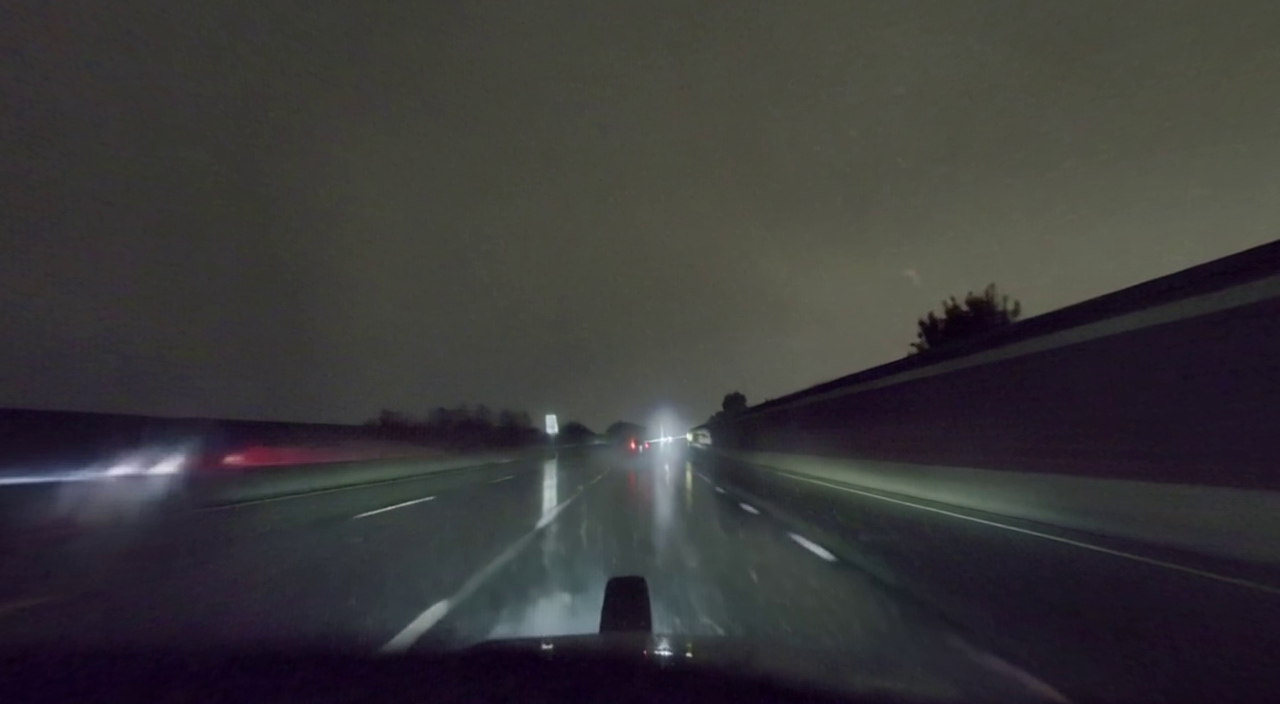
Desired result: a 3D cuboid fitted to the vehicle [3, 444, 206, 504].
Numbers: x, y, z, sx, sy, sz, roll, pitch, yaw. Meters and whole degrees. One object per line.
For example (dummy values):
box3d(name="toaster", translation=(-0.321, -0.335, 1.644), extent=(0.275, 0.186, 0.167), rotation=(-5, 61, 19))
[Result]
box3d(name="vehicle", translation=(-15.752, 3.554, 18.940), extent=(1.969, 1.565, 4.592), rotation=(0, -8, 1))
